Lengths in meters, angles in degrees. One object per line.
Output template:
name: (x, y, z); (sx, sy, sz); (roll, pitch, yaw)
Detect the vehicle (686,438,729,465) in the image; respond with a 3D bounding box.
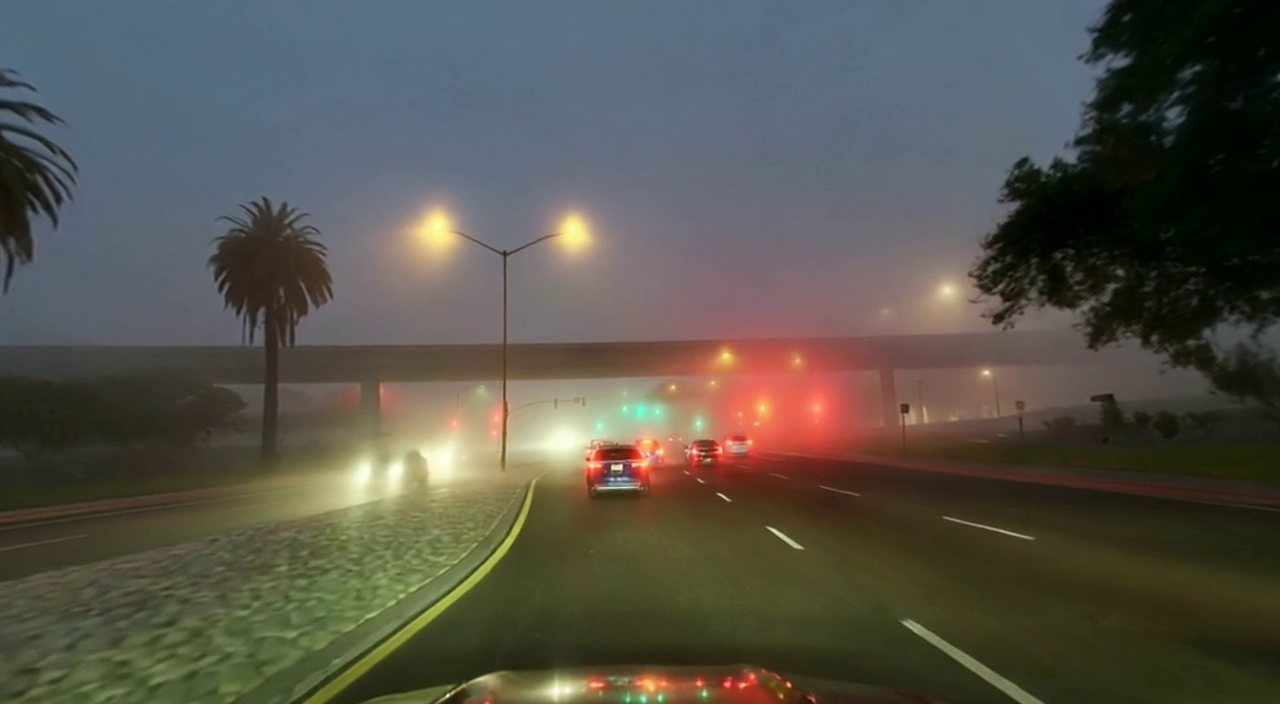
vehicle: (4.098, 6.140, 38.906); (2.119, 1.509, 4.495); (0, -8, -1)

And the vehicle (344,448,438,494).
vehicle: (-9.627, 4.612, 24.724); (1.937, 1.521, 4.523); (0, -8, -1)

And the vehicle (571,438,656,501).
vehicle: (-0.734, 3.188, 17.611); (2.111, 1.506, 4.018); (0, -8, -2)
